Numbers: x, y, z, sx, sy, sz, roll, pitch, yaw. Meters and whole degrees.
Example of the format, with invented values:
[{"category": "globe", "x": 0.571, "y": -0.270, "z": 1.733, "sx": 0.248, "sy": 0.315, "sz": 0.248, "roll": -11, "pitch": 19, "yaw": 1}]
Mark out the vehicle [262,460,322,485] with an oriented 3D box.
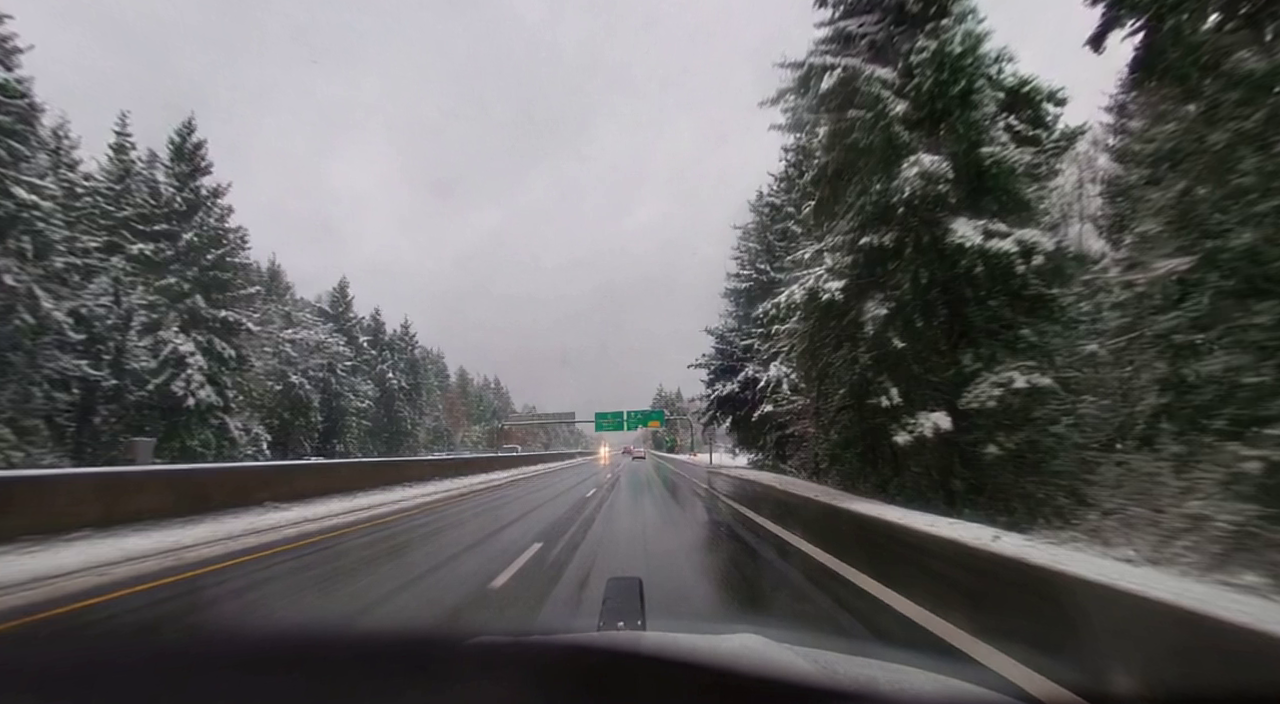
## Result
[{"category": "vehicle", "x": -22.295, "y": 7.708, "z": 40.518, "sx": 1.867, "sy": 1.446, "sz": 3.808, "roll": 1, "pitch": -9, "yaw": -5}]
